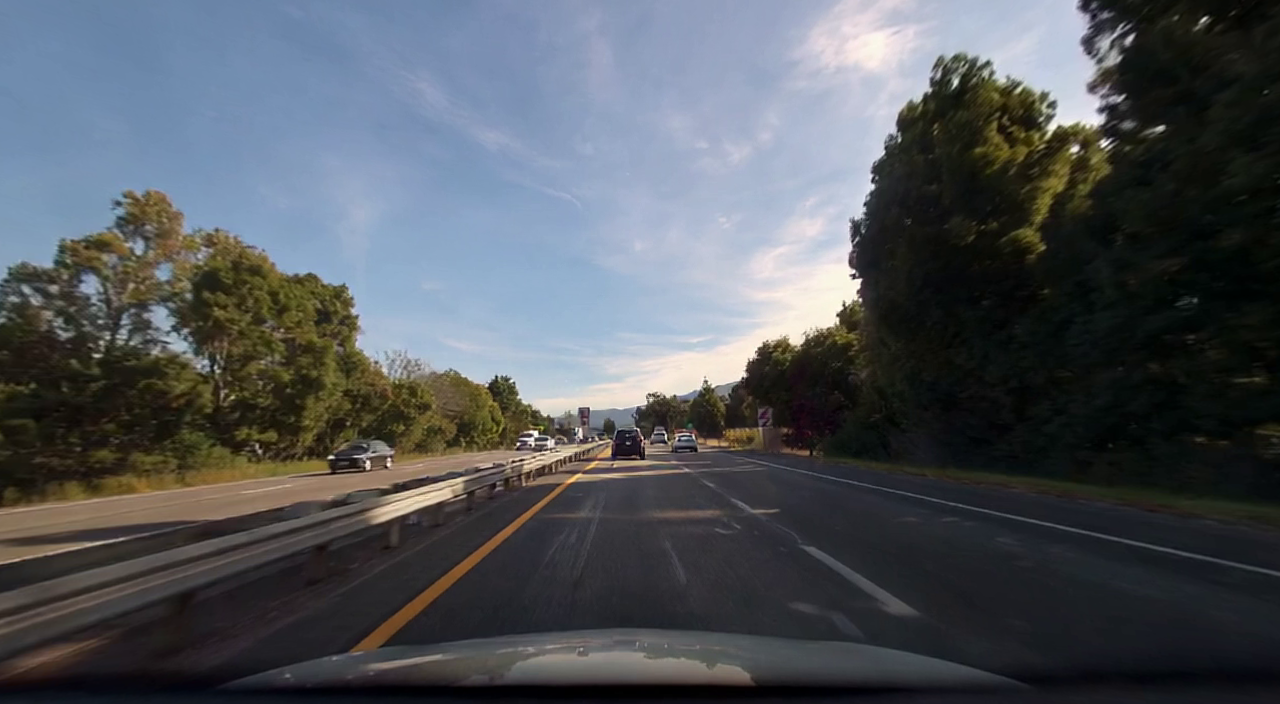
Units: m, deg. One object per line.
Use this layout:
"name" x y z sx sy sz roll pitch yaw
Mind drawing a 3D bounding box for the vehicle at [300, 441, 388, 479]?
"vehicle" -13.335 4.863 28.699 1.992 1.580 4.205 0 -8 0

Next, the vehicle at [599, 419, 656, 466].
"vehicle" -0.627 4.311 30.107 2.503 2.044 4.633 0 -8 -1
